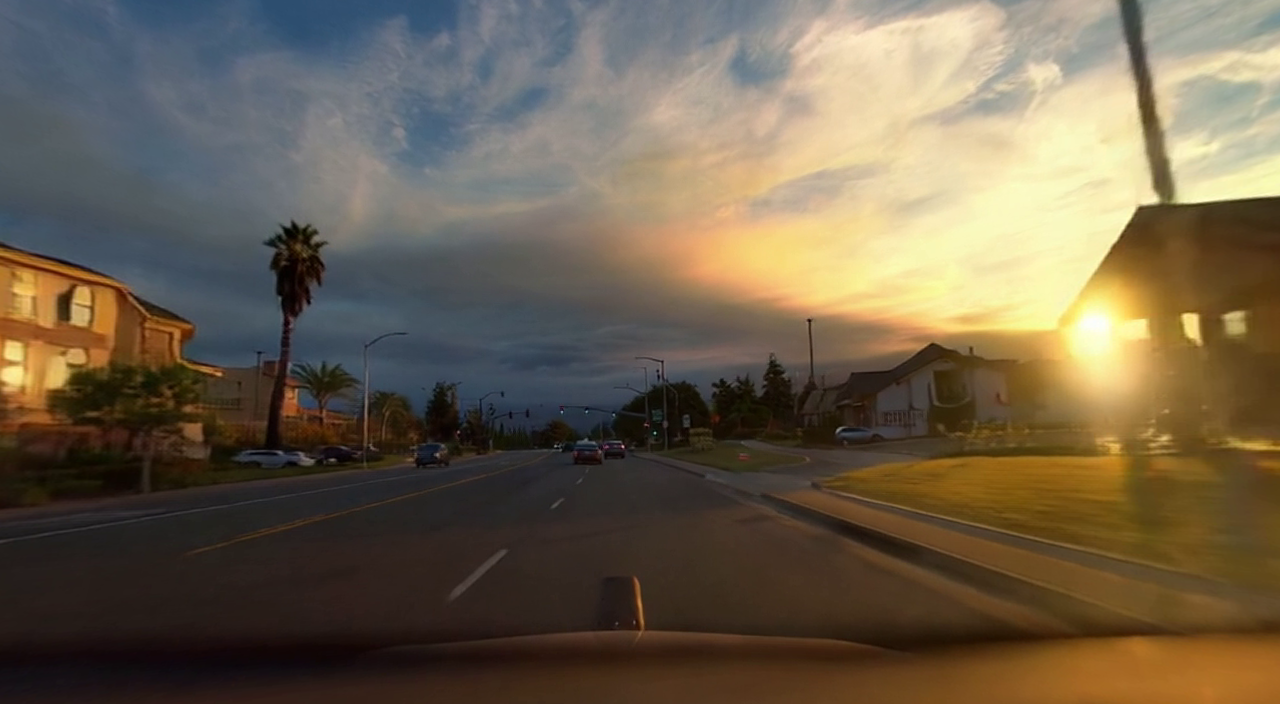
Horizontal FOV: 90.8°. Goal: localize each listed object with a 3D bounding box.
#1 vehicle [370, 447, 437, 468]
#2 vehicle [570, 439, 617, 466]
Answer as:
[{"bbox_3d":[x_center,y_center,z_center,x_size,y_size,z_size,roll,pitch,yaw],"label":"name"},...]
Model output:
[{"bbox_3d":[-18.154,8.067,48.451,4.784,1.487,1.903,-4,-9,23],"label":"vehicle"},{"bbox_3d":[-2.751,6.097,38.370,2.060,1.526,3.859,-1,-9,7],"label":"vehicle"}]
